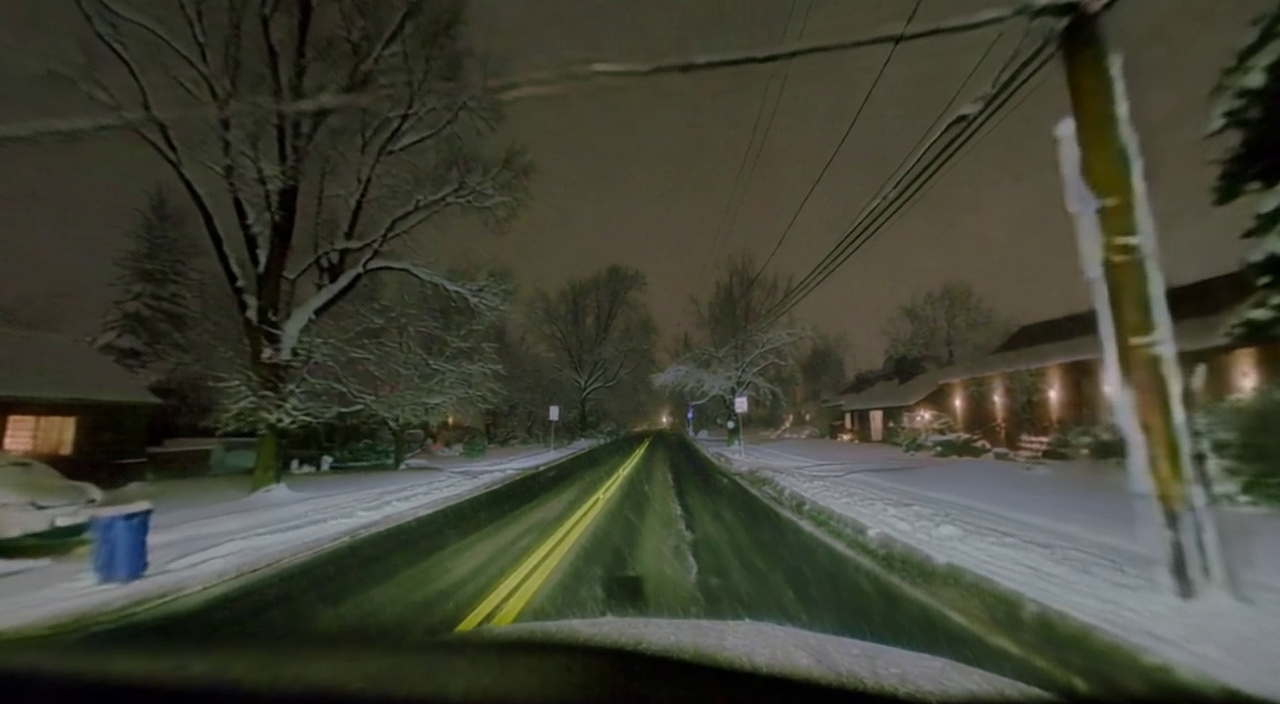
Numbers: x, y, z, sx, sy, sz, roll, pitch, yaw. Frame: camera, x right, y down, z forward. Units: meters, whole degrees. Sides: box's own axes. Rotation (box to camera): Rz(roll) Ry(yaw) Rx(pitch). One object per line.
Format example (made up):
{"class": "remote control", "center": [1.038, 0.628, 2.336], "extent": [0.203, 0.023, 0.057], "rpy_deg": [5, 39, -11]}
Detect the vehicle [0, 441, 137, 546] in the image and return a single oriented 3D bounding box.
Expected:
{"class": "vehicle", "center": [-11.198, 2.170, 10.105], "extent": [4.659, 1.464, 1.930], "rpy_deg": [0, -8, 3]}
